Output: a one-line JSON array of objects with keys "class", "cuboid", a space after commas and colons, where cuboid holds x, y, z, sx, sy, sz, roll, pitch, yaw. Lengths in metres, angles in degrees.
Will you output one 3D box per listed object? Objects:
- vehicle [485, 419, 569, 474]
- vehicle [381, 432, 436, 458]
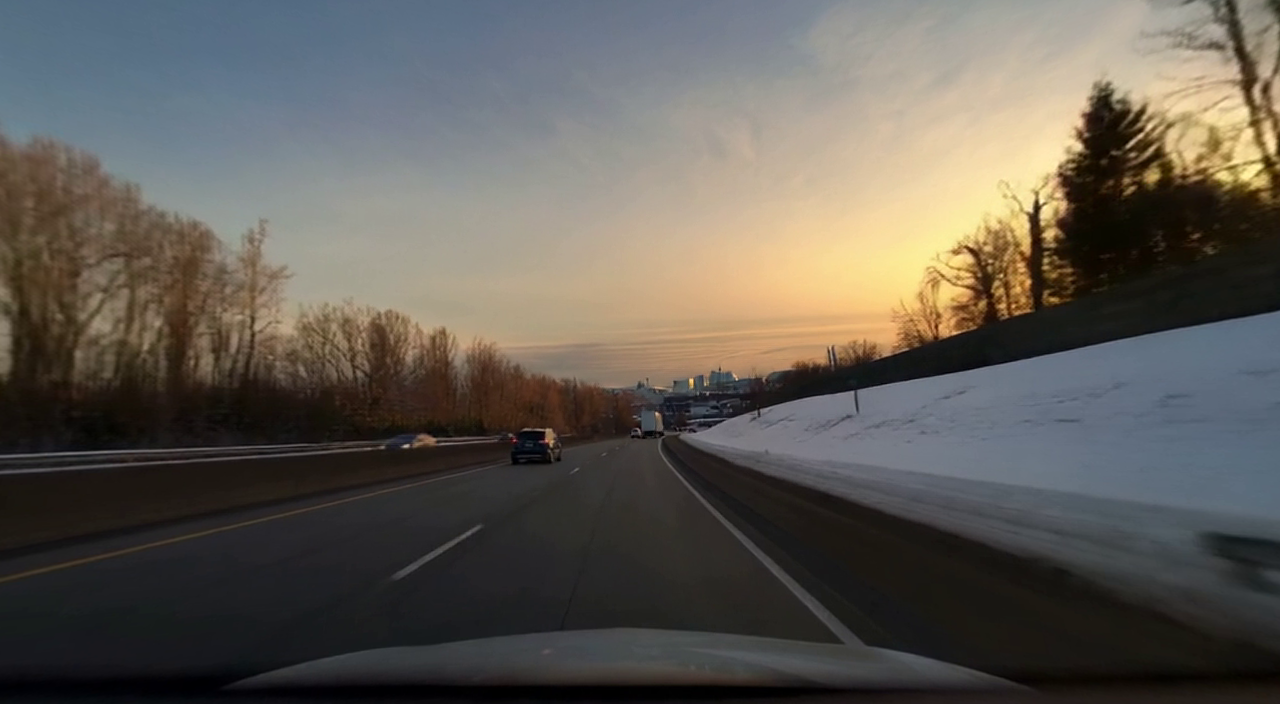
[{"class": "vehicle", "cuboid": [-3.756, 3.224, 21.703, 2.018, 1.678, 4.312, 0, -8, 1]}, {"class": "vehicle", "cuboid": [-14.422, 5.805, 39.378, 1.836, 1.516, 3.879, -1, -8, 1]}]
